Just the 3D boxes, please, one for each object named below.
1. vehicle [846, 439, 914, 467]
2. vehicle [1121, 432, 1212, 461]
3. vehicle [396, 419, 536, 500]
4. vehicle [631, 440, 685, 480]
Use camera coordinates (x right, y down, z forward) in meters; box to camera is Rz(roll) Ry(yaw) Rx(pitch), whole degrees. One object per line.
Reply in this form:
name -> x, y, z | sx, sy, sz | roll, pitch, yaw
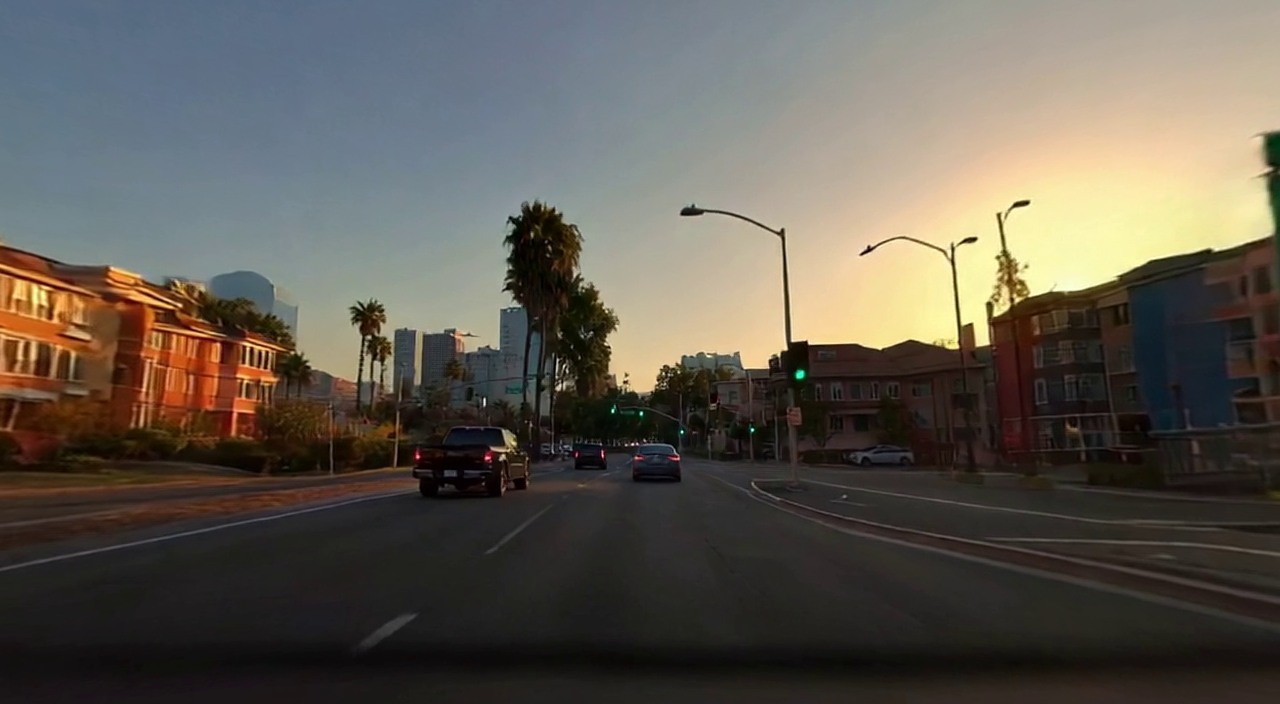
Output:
vehicle -> 18.741, 7.898, 49.160 | 4.295, 1.787, 2.187 | -4, -8, 0
vehicle -> 40.829, 7.329, 48.711 | 5.530, 1.797, 2.108 | -3, -8, -9
vehicle -> -4.656, 3.012, 18.024 | 2.187, 1.904, 6.103 | 0, -8, 1
vehicle -> 0.799, 4.600, 26.992 | 2.122, 1.562, 4.152 | -1, -8, 2
